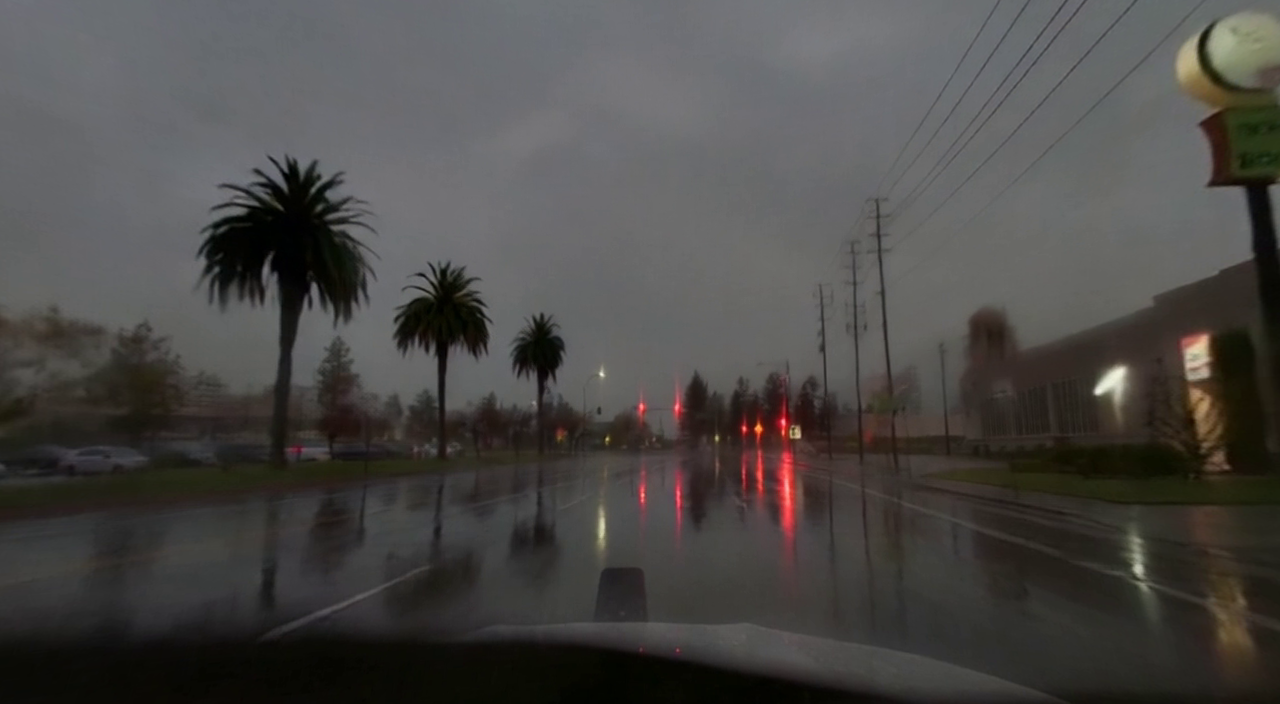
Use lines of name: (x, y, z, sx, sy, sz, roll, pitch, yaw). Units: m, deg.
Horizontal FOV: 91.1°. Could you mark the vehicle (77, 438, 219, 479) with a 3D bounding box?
vehicle: (-23.087, 4.983, 29.565, 5.084, 1.664, 2.006, -2, -7, 2)
